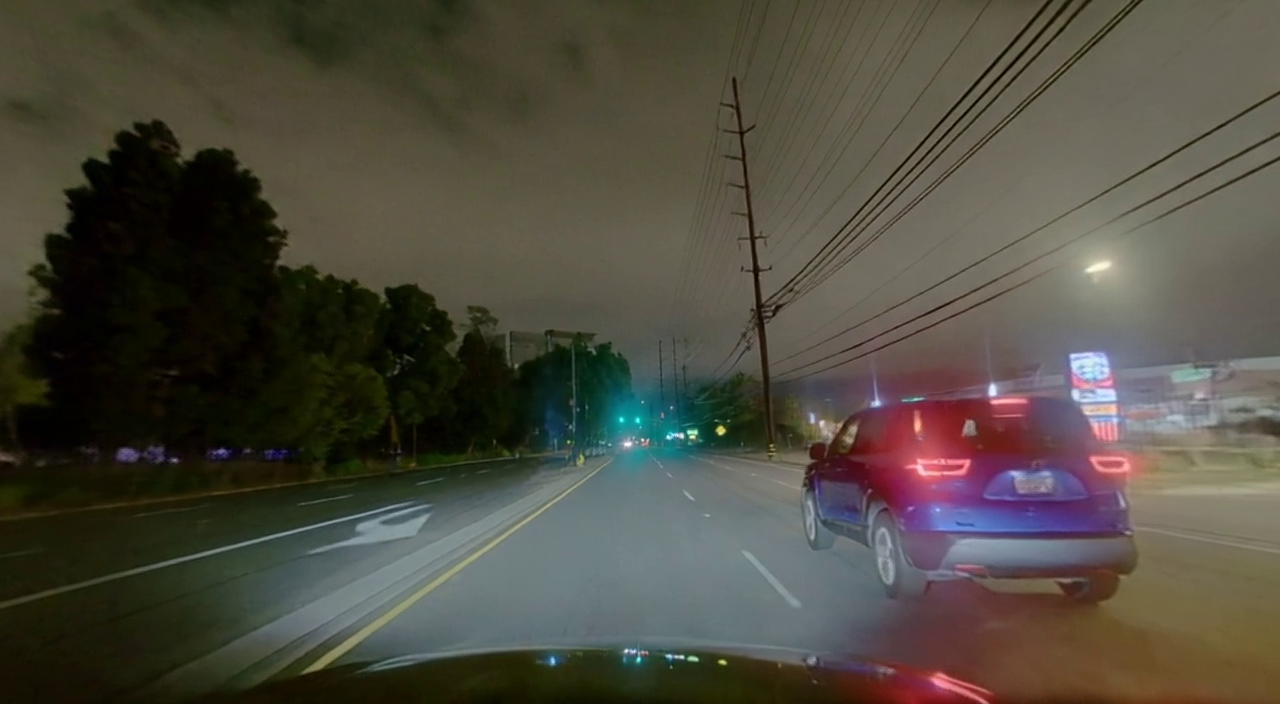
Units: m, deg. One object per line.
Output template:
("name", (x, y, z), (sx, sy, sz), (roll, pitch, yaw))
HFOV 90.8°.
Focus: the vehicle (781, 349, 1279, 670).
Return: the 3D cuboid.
("vehicle", (2.970, 1.232, 6.020), (2.060, 1.820, 4.713), (0, -9, -1))
